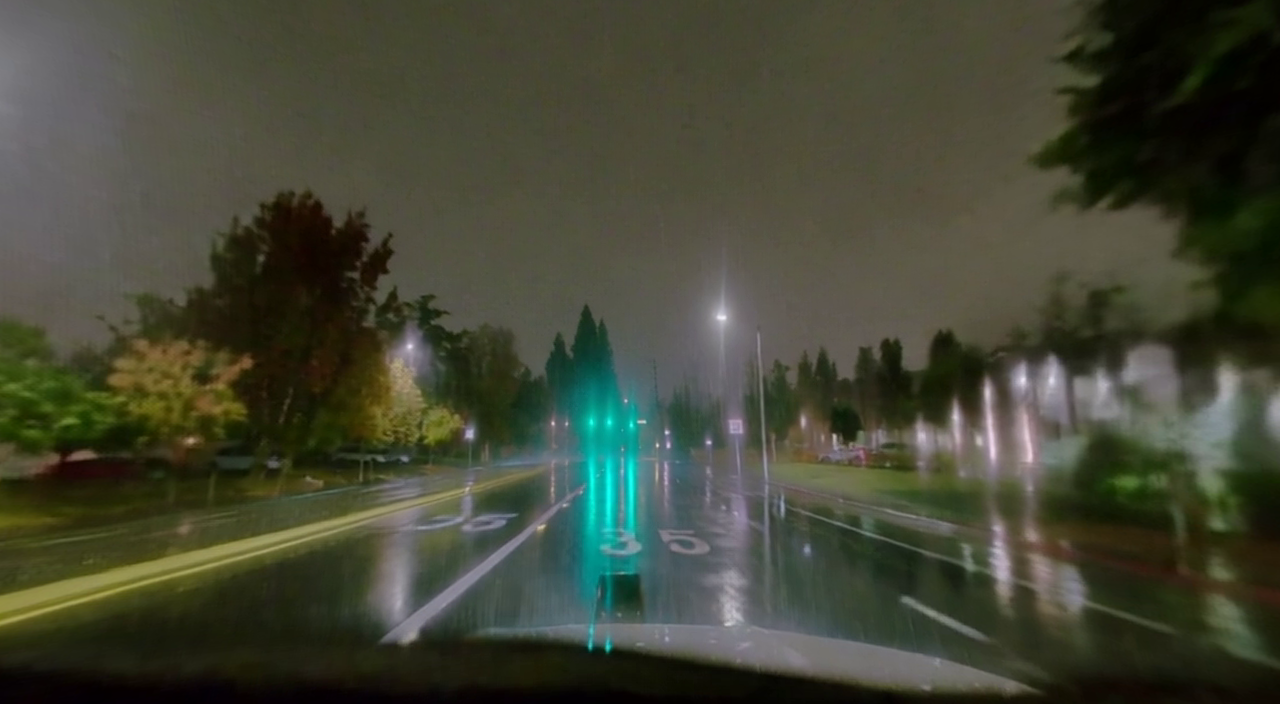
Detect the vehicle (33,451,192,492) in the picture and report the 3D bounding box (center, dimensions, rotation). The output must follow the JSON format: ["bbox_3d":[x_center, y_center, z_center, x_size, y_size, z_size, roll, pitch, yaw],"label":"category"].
[{"bbox_3d":[-20.442,4.616,24.592,4.536,1.502,1.975,-1,-9,5],"label":"vehicle"}]

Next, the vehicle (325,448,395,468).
[{"bbox_3d":[-21.668,8.245,49.016,4.495,1.472,1.833,0,-9,-1],"label":"vehicle"}]

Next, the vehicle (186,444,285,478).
[{"bbox_3d":[-21.374,5.794,33.503,3.886,1.641,1.850,1,-11,0],"label":"vehicle"}]
